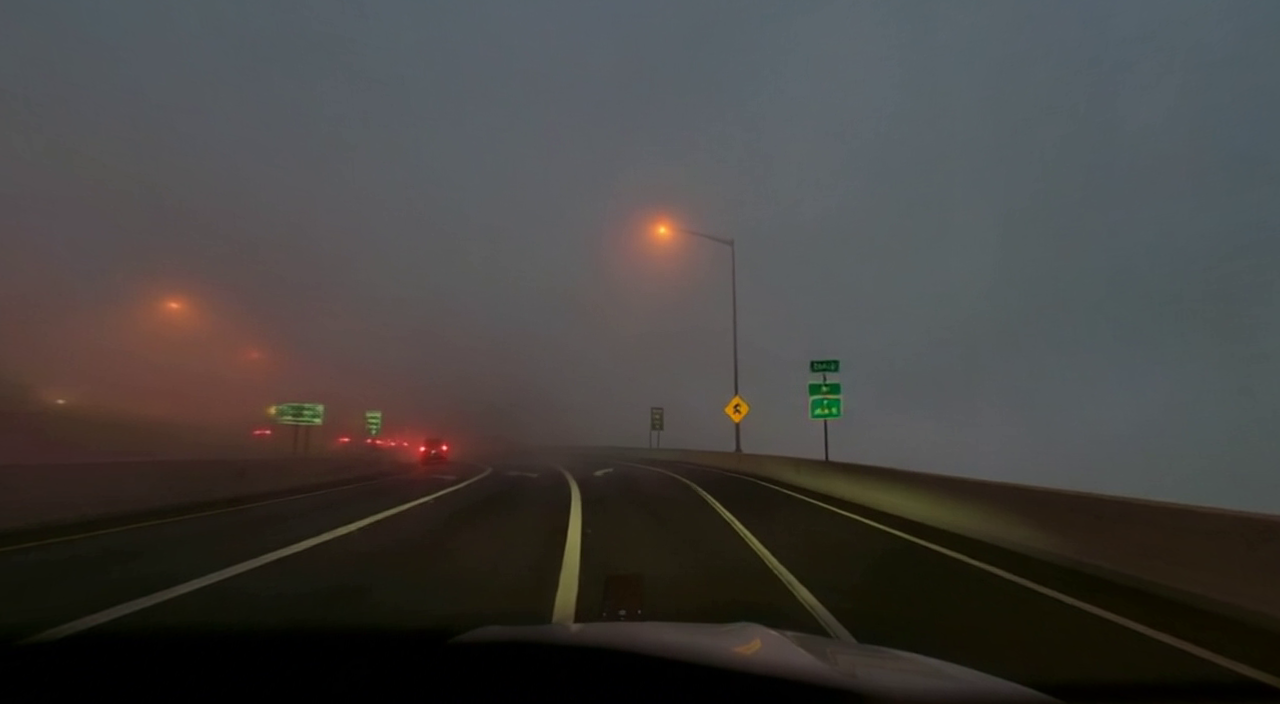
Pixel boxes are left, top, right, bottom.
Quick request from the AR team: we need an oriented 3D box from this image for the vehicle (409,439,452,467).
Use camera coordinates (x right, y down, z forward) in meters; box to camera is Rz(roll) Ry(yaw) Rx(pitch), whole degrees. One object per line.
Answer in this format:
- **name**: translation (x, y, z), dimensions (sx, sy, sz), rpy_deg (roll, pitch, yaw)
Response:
- **vehicle**: translation (-12.539, 6.035, 37.910), dimensions (2.234, 1.588, 4.484), rpy_deg (2, -9, -16)
